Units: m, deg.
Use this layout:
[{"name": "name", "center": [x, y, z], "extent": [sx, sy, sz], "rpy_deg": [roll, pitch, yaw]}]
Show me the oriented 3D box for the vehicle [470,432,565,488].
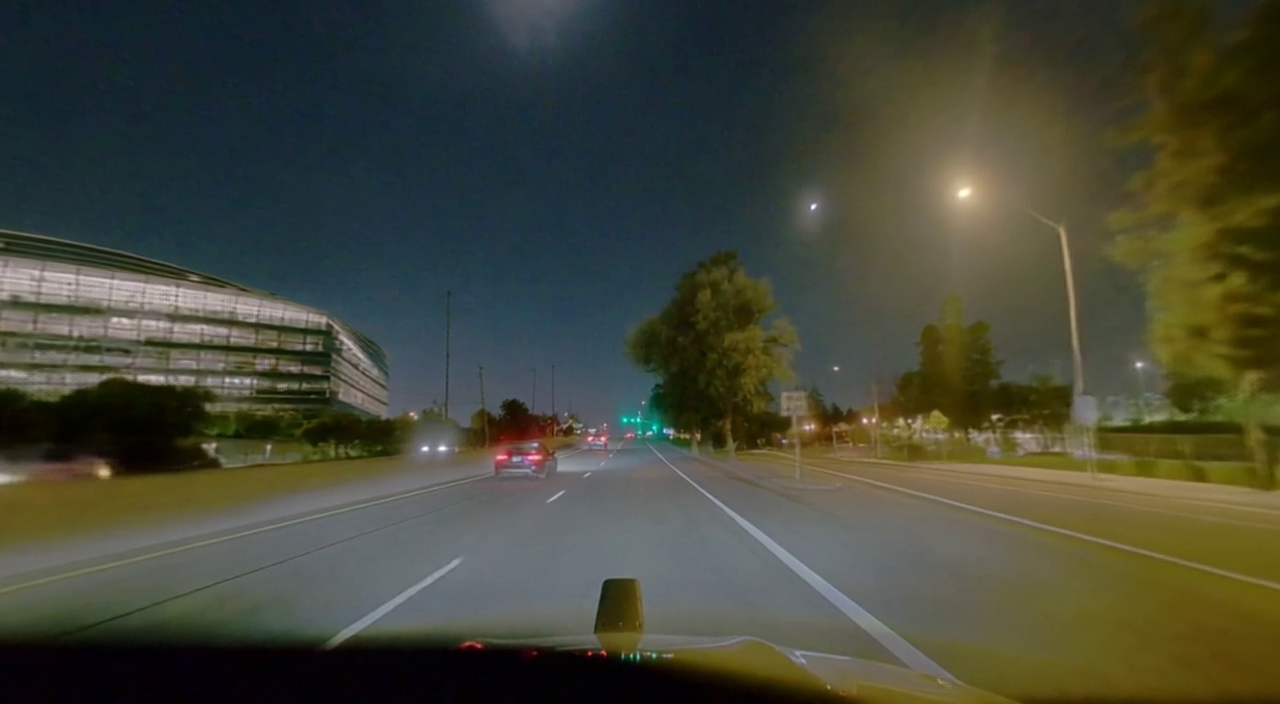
[{"name": "vehicle", "center": [-3.675, 3.335, 19.890], "extent": [1.984, 1.521, 4.682], "rpy_deg": [0, -8, 1]}]
